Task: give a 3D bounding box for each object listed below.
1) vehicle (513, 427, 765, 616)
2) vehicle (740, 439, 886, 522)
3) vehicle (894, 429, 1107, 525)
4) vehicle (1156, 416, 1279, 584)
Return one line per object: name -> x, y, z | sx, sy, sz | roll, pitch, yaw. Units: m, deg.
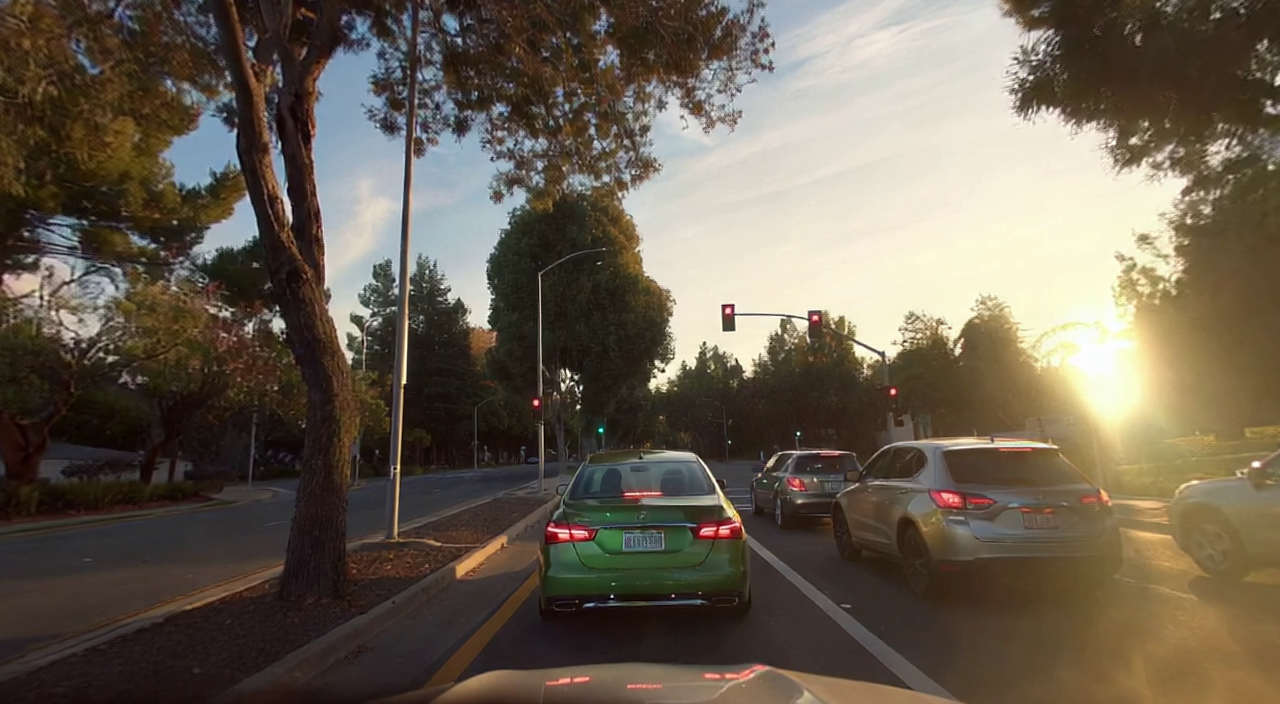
vehicle -> 0.012, 1.679, 7.096 | 2.015, 1.502, 3.898 | 0, -9, 1
vehicle -> 3.536, 2.718, 13.823 | 1.934, 1.494, 4.446 | 0, -9, 0
vehicle -> 7.019, 2.467, 12.903 | 1.923, 1.611, 4.094 | 0, -9, 0
vehicle -> 6.936, 1.337, 5.573 | 1.783, 1.572, 3.421 | 0, -9, 1
